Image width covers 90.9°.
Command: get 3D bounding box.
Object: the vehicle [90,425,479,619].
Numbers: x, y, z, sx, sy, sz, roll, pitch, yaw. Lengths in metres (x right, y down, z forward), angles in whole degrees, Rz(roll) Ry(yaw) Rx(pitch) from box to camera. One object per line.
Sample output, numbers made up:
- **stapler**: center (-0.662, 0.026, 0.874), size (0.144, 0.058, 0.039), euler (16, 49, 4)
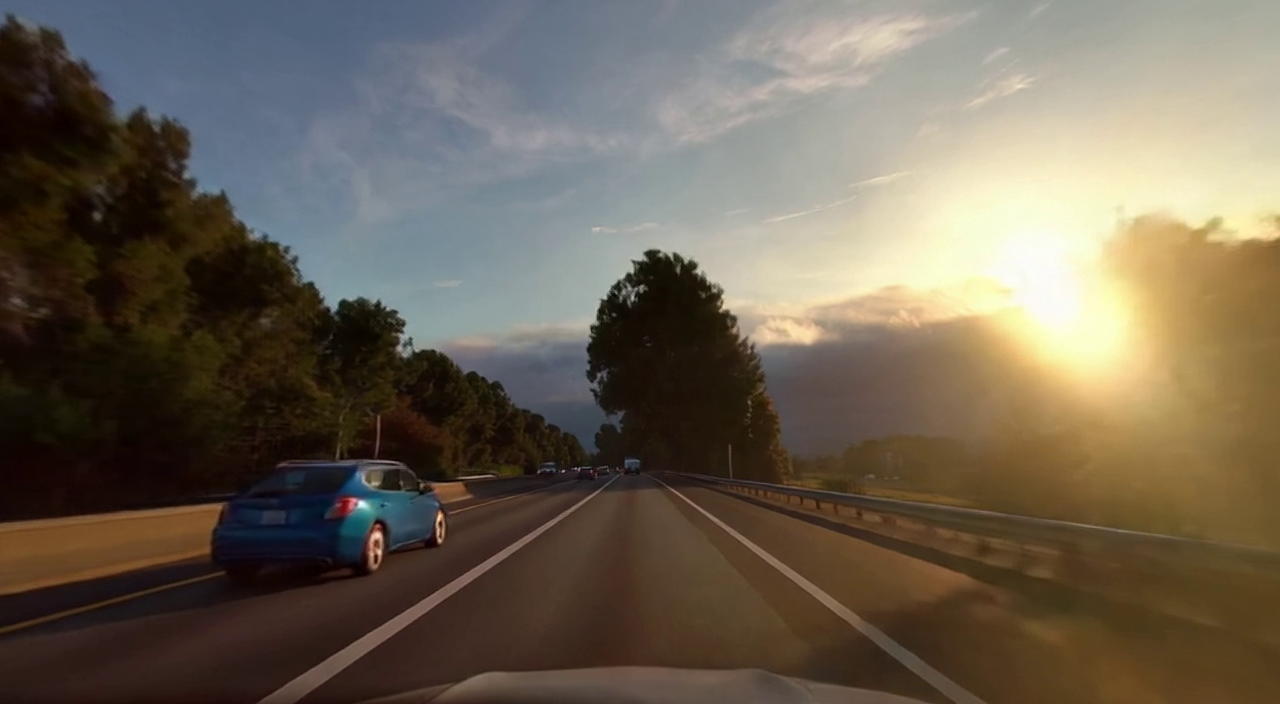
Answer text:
- **vehicle**: center (-3.746, 1.927, 7.981), size (2.123, 1.666, 4.709), euler (1, -10, 0)
